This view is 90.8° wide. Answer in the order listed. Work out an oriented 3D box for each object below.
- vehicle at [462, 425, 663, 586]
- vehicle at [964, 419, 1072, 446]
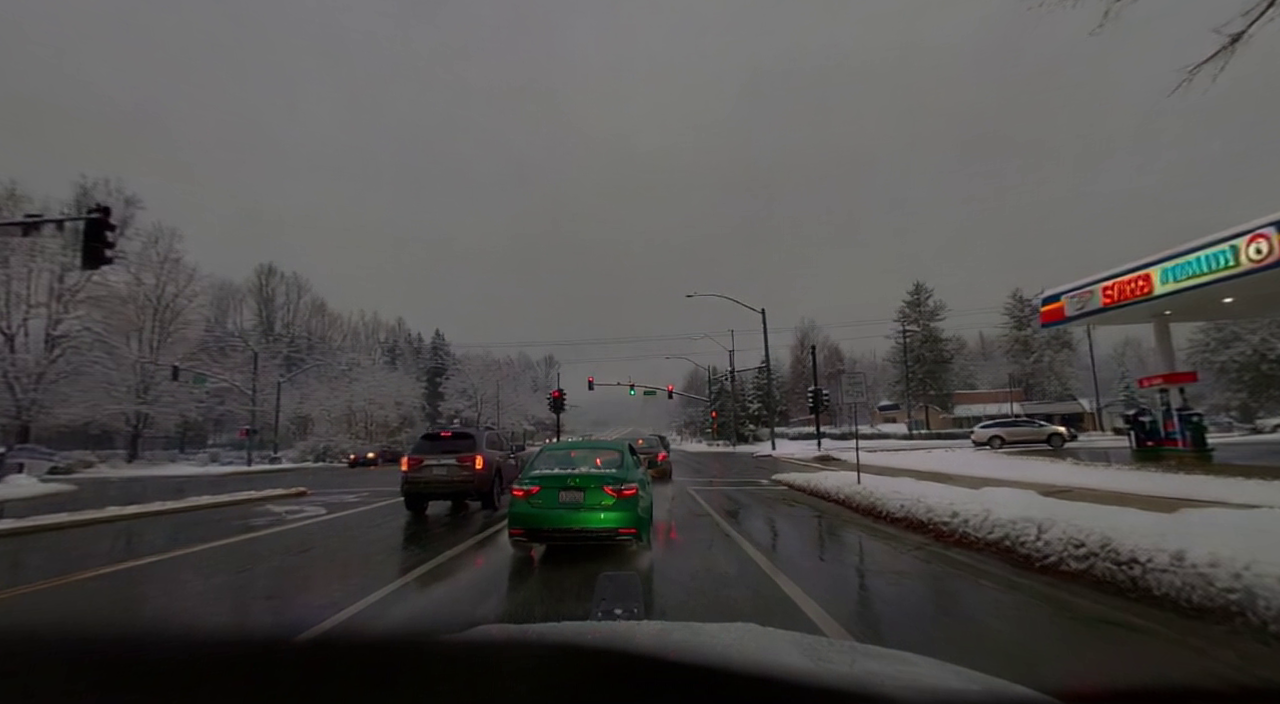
[{"bbox_3d":[-0.661,1.791,8.299,1.916,1.510,4.447,0,-8,2],"label":"vehicle"},{"bbox_3d":[21.699,4.652,36.397,4.874,1.502,2.048,0,-8,1],"label":"vehicle"}]
